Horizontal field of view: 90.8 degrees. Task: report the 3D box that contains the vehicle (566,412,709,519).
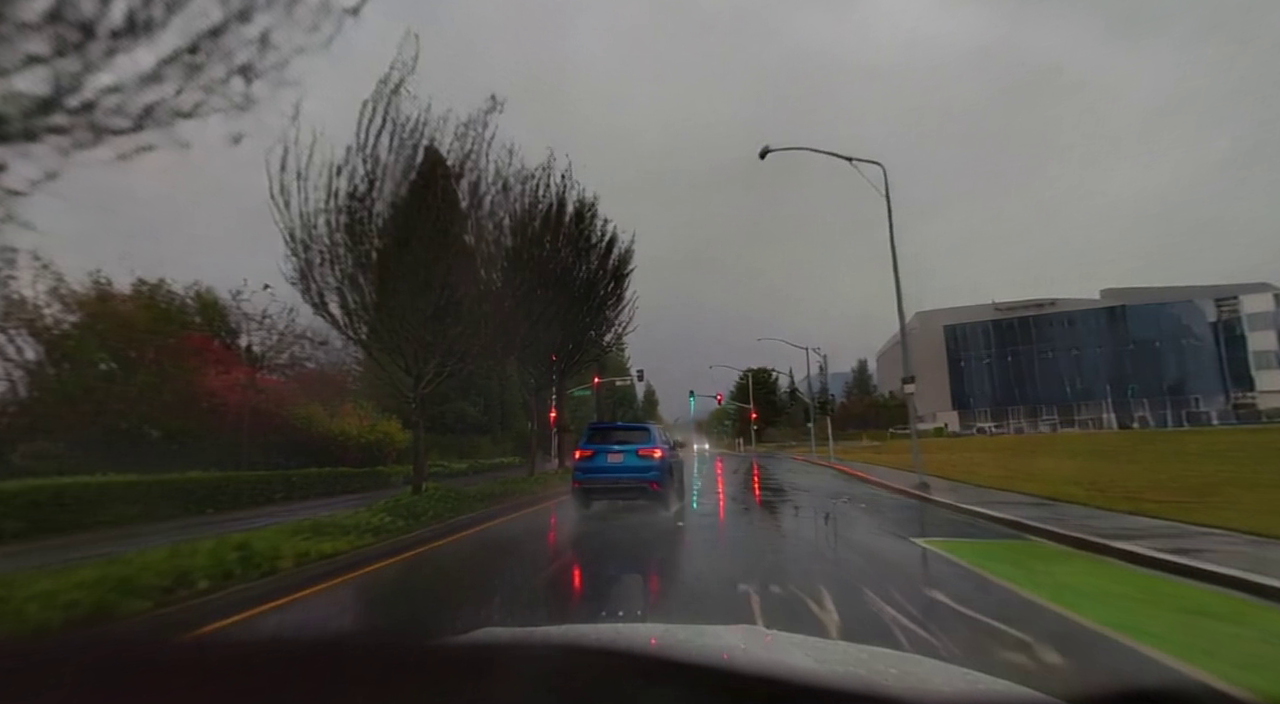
[{"bbox_3d":[0.183,2.283,13.148,2.339,1.790,4.629,-1,-9,7],"label":"vehicle"}]
